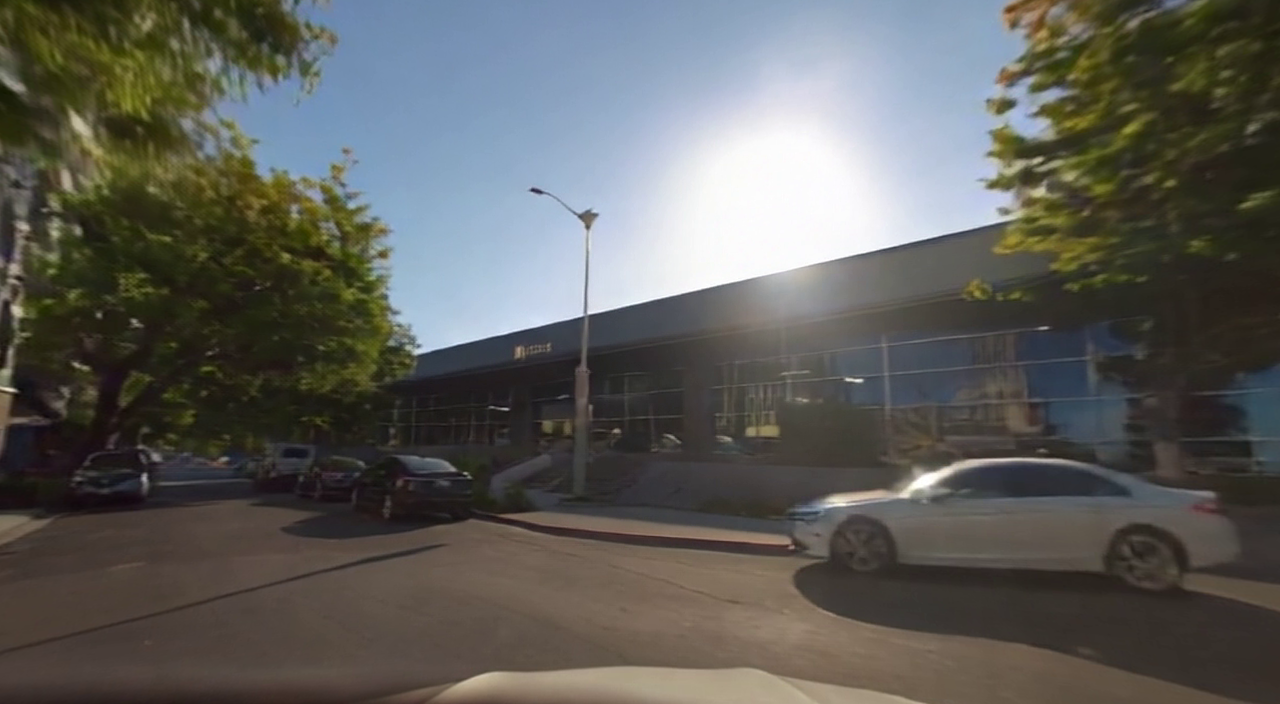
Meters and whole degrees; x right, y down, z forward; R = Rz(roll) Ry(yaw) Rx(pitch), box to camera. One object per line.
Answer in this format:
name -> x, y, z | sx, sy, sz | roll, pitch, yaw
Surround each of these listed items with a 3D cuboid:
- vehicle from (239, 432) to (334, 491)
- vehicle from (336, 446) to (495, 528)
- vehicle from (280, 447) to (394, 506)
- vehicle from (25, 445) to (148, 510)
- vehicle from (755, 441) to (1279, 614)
vehicle -> -13.621, 4.204, 24.110 | 2.242, 1.972, 4.898 | 9, -13, -37
vehicle -> -5.003, 2.870, 13.735 | 1.889, 1.482, 4.118 | 9, -13, -38
vehicle -> -8.945, 3.601, 18.427 | 1.815, 1.479, 4.498 | 9, -14, -39
vehicle -> -14.491, 3.297, 16.758 | 2.018, 1.461, 4.413 | 8, -13, -37
vehicle -> 3.749, 1.752, 6.863 | 4.770, 1.448, 1.983 | -2, -11, 14
